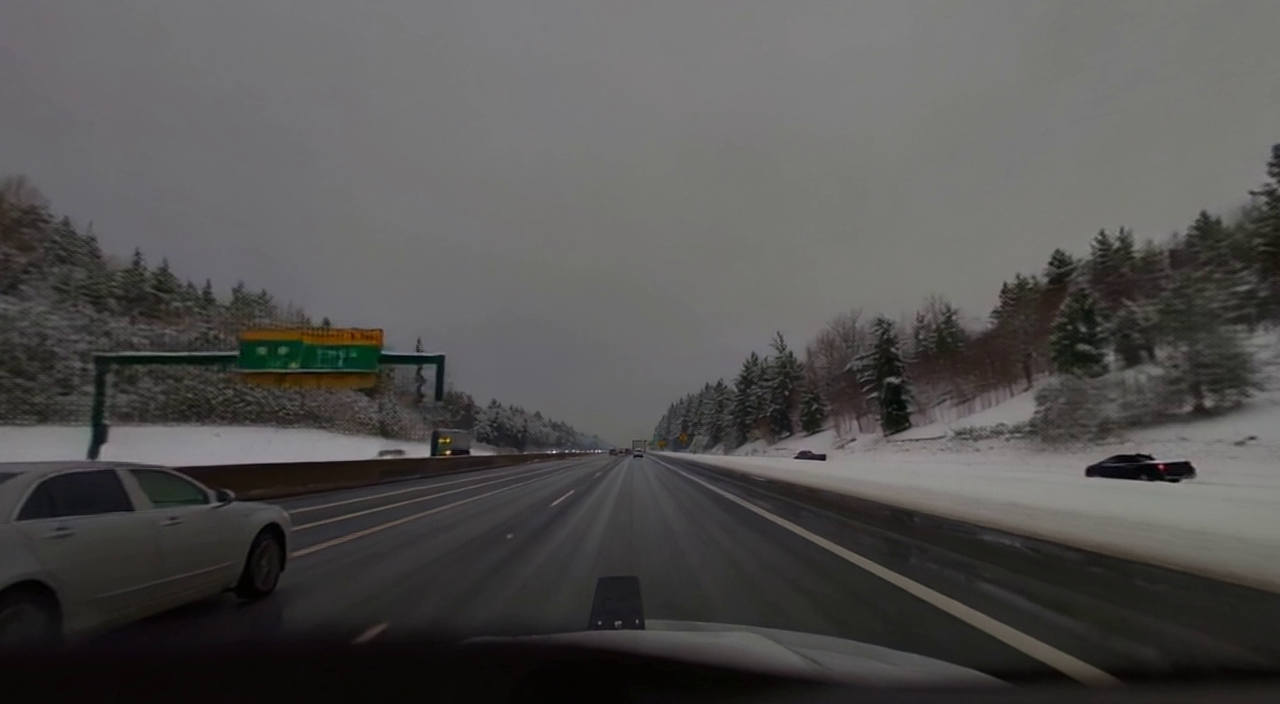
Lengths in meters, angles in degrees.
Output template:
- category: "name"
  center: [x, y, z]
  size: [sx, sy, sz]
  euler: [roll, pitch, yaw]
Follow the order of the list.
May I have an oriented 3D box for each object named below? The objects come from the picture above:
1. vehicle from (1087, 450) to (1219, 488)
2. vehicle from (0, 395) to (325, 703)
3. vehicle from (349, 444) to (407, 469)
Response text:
- category: "vehicle"
  center: [26.165, 5.948, 32.366]
  size: [1.973, 1.766, 4.726]
  euler: [6, -11, -34]
- category: "vehicle"
  center: [-3.972, 1.130, 3.754]
  size: [1.988, 1.585, 4.215]
  euler: [0, -9, 0]
- category: "vehicle"
  center: [-16.094, 6.436, 38.919]
  size: [1.922, 1.443, 3.908]
  euler: [0, -9, 0]
